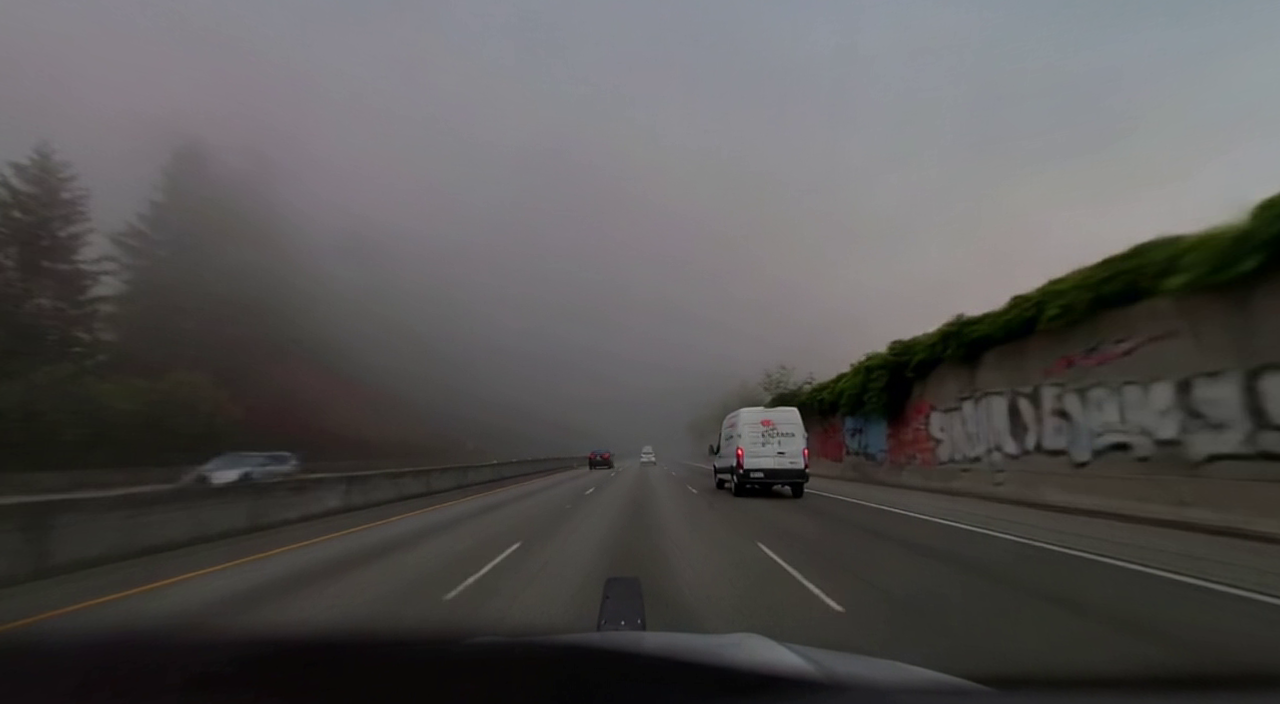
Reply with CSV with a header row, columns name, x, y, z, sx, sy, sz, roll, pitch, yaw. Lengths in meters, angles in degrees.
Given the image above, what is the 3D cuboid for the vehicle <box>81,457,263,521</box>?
name,x,y,z,sx,sy,sz,roll,pitch,yaw
vehicle,-11.869,3.459,16.346,1.831,1.411,3.665,0,-9,0

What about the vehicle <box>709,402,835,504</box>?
name,x,y,z,sx,sy,sz,roll,pitch,yaw
vehicle,3.685,3.024,19.004,2.469,2.591,5.653,0,-9,-1

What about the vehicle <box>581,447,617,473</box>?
name,x,y,z,sx,sy,sz,roll,pitch,yaw
vehicle,-2.661,7.117,41.831,1.964,1.618,4.489,0,-9,2
